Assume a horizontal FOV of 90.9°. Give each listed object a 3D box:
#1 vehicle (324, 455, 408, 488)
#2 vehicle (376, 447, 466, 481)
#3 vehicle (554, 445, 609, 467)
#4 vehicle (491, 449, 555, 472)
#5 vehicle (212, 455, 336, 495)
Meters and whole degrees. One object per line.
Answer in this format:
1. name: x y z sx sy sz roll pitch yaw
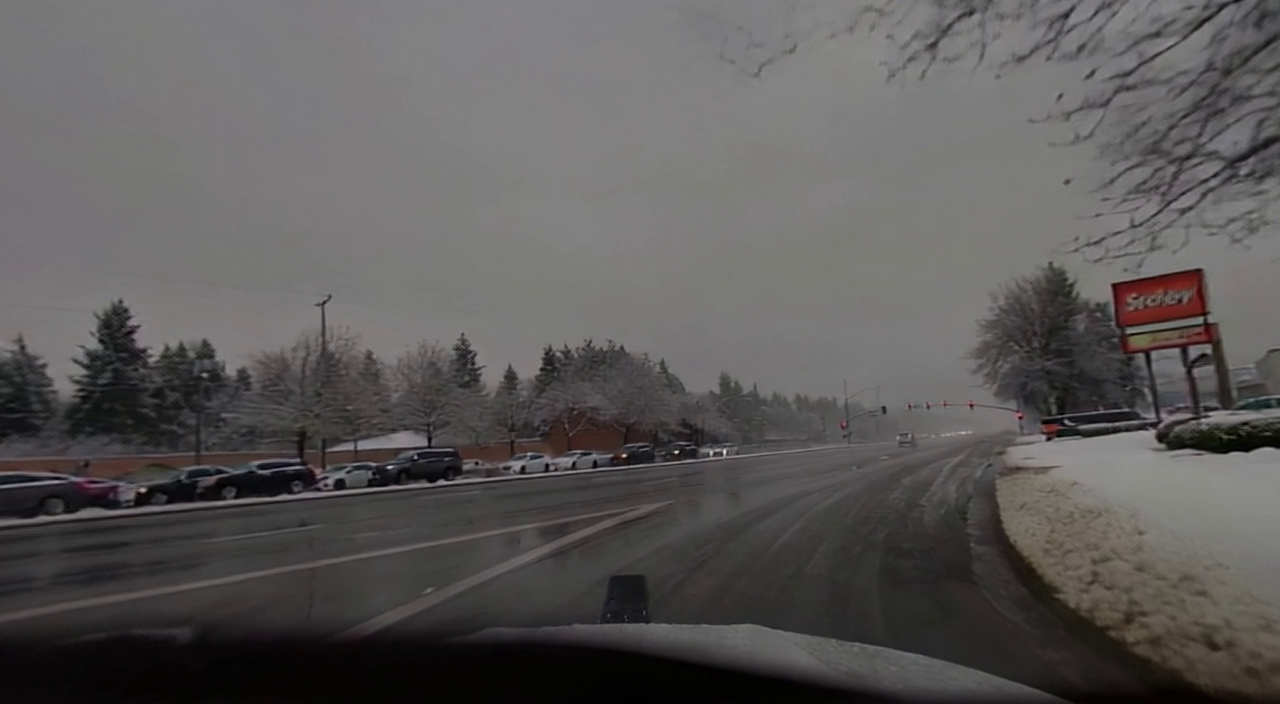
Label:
1. vehicle: -17.767 7.722 41.085 2.123 1.897 4.580 -6 -10 31
2. vehicle: -12.646 6.472 36.731 1.969 1.758 4.662 -6 -10 32
3. vehicle: -4.513 8.128 49.147 1.851 1.450 4.396 -13 -14 31
4. vehicle: -7.999 7.428 43.435 1.832 1.473 4.377 -6 -11 33
5. vehicle: -17.120 5.746 29.732 1.876 1.642 4.600 -6 -10 31
